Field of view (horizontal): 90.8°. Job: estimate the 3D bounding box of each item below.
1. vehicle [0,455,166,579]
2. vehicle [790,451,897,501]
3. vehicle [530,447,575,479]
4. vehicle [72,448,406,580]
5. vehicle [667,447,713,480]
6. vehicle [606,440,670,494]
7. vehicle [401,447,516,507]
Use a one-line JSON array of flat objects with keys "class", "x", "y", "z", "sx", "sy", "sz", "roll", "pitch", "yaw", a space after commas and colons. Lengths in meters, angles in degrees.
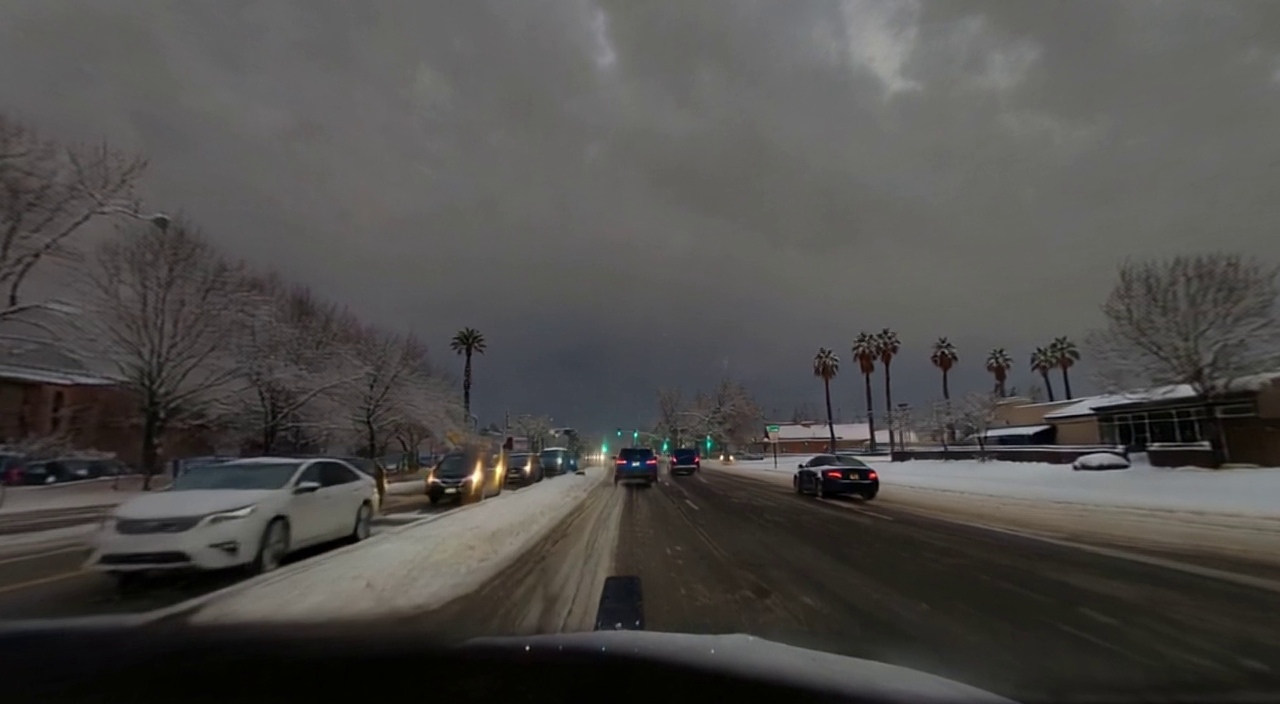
[{"class": "vehicle", "x": -8.592, "y": 2.026, "z": 7.850, "sx": 2.061, "sy": 1.415, "sz": 4.289, "roll": 0, "pitch": -9, "yaw": 0}, {"class": "vehicle", "x": 6.478, "y": 3.971, "z": 20.684, "sx": 1.944, "sy": 1.447, "sz": 4.309, "roll": 0, "pitch": -9, "yaw": -2}, {"class": "vehicle", "x": -5.244, "y": 6.700, "z": 38.381, "sx": 2.160, "sy": 1.769, "sz": 4.494, "roll": 0, "pitch": -9, "yaw": -1}, {"class": "vehicle", "x": -5.254, "y": 2.131, "z": 9.217, "sx": 2.030, "sy": 1.441, "sz": 4.324, "roll": 0, "pitch": -9, "yaw": 0}, {"class": "vehicle", "x": 2.749, "y": 6.256, "z": 35.750, "sx": 2.112, "sy": 1.710, "sz": 4.234, "roll": 0, "pitch": -9, "yaw": -2}, {"class": "vehicle", "x": -0.097, "y": 4.207, "z": 23.416, "sx": 2.151, "sy": 1.787, "sz": 4.109, "roll": 0, "pitch": -9, "yaw": -1}, {"class": "vehicle", "x": -5.162, "y": 3.593, "z": 18.625, "sx": 2.036, "sy": 1.541, "sz": 4.107, "roll": 0, "pitch": -9, "yaw": 2}]
